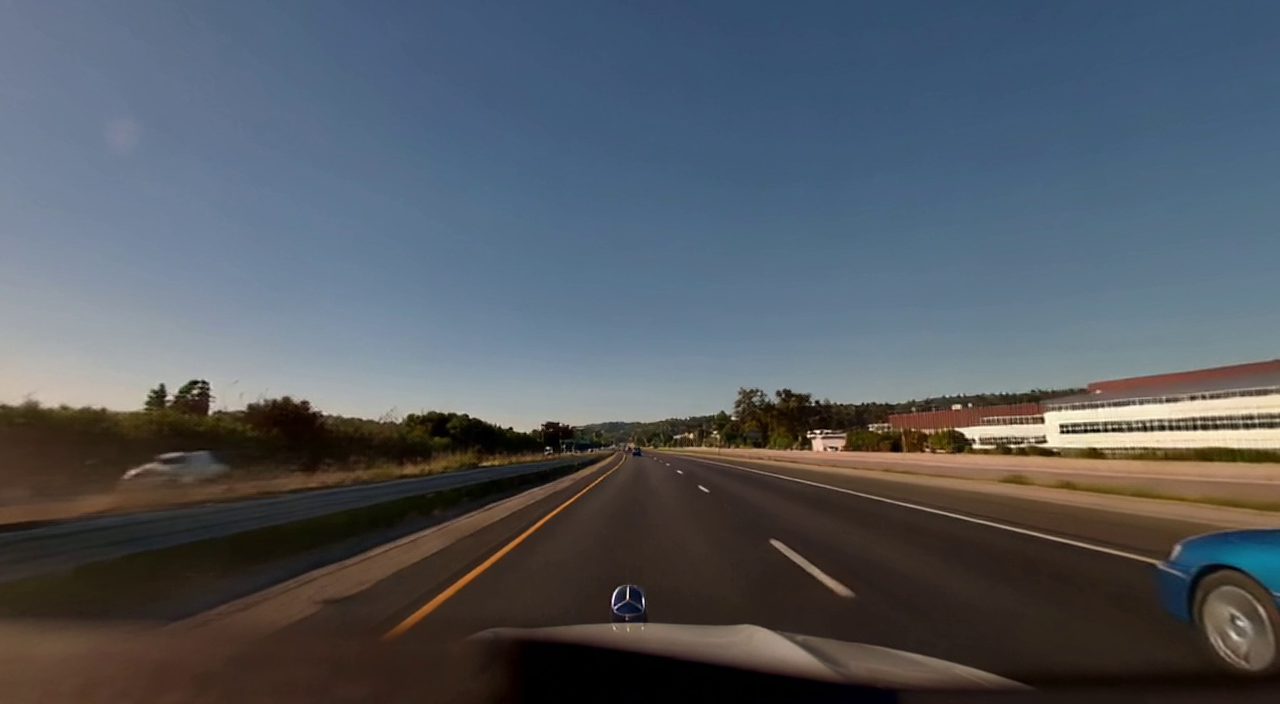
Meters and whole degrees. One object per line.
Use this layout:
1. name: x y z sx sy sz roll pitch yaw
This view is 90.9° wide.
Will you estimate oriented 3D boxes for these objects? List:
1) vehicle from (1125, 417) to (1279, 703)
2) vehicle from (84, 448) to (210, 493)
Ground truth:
1. vehicle: 4.224 0.851 1.676 2.053 1.490 4.799 -1 -8 0
2. vehicle: -20.590 4.927 26.591 1.908 1.668 4.092 -1 -8 1
